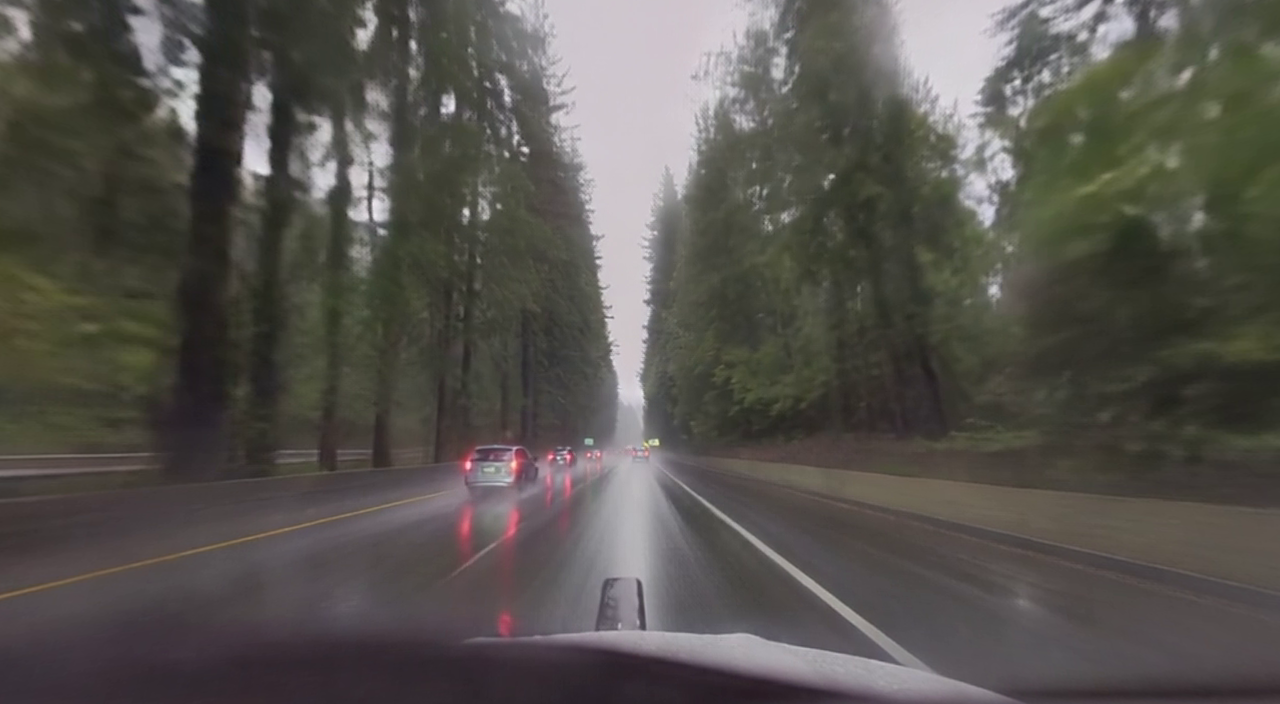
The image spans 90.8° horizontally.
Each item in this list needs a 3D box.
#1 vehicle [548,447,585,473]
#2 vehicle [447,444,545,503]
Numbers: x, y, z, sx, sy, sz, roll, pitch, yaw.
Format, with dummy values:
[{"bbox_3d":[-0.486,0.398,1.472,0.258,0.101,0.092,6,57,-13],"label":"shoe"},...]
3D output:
[{"bbox_3d":[-4.630,6.812,40.069,1.838,1.508,4.317,0,-9,0],"label":"vehicle"},{"bbox_3d":[-3.991,3.408,18.154,1.897,1.481,3.859,0,-9,0],"label":"vehicle"}]
